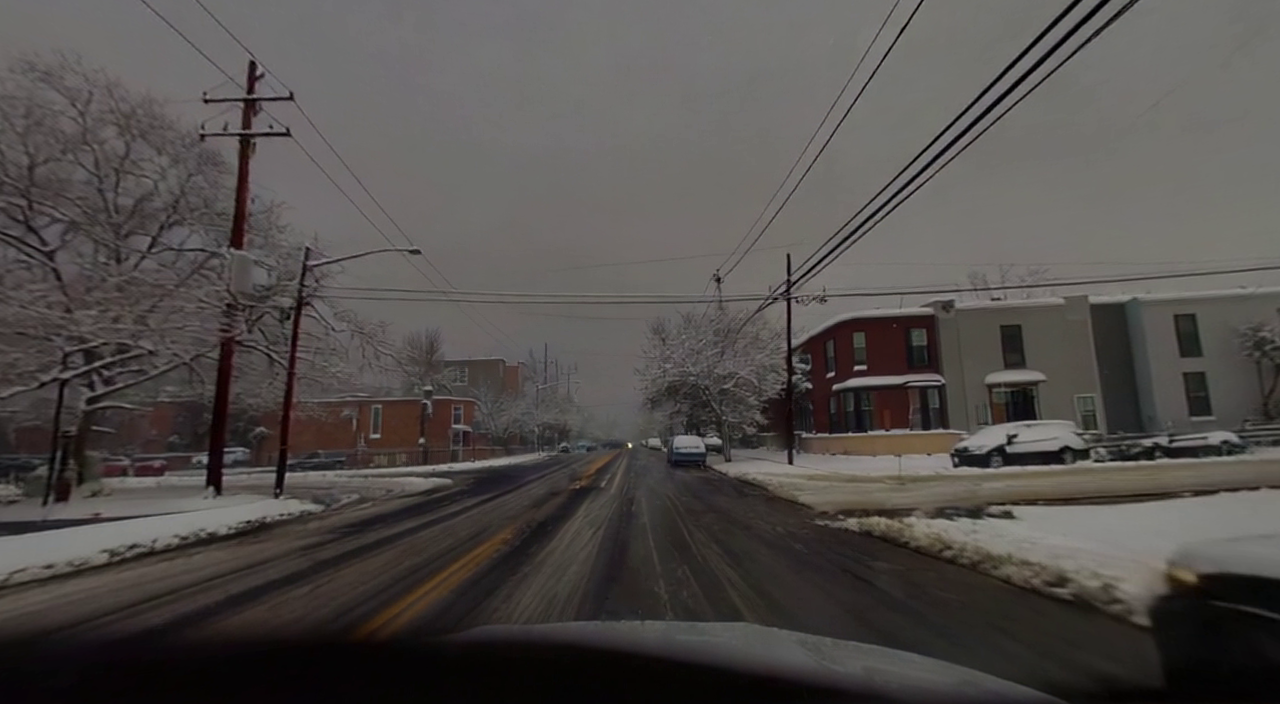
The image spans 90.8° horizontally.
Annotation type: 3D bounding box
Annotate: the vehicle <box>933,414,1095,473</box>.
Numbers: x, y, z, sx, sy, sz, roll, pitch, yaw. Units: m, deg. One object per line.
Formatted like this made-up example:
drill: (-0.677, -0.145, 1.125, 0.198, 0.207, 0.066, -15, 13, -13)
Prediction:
vehicle: (12.926, 3.186, 22.028, 4.375, 1.733, 1.953, -2, -9, -5)

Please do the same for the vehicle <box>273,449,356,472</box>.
vehicle: (-22.009, 7.329, 42.875, 1.797, 1.446, 4.694, -4, -10, 30)

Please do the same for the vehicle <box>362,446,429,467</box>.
vehicle: (-18.516, 7.940, 47.974, 1.835, 1.463, 4.469, -4, -10, 32)

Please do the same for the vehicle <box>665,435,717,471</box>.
vehicle: (2.373, 4.893, 30.652, 1.999, 1.604, 4.065, 0, -9, -3)

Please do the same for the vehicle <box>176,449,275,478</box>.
vehicle: (-25.061, 6.729, 38.392, 1.814, 1.462, 4.703, -8, -10, 30)

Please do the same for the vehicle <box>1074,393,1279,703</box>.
vehicle: (3.088, 0.653, 0.465, 2.053, 1.501, 4.765, 0, -9, -2)
